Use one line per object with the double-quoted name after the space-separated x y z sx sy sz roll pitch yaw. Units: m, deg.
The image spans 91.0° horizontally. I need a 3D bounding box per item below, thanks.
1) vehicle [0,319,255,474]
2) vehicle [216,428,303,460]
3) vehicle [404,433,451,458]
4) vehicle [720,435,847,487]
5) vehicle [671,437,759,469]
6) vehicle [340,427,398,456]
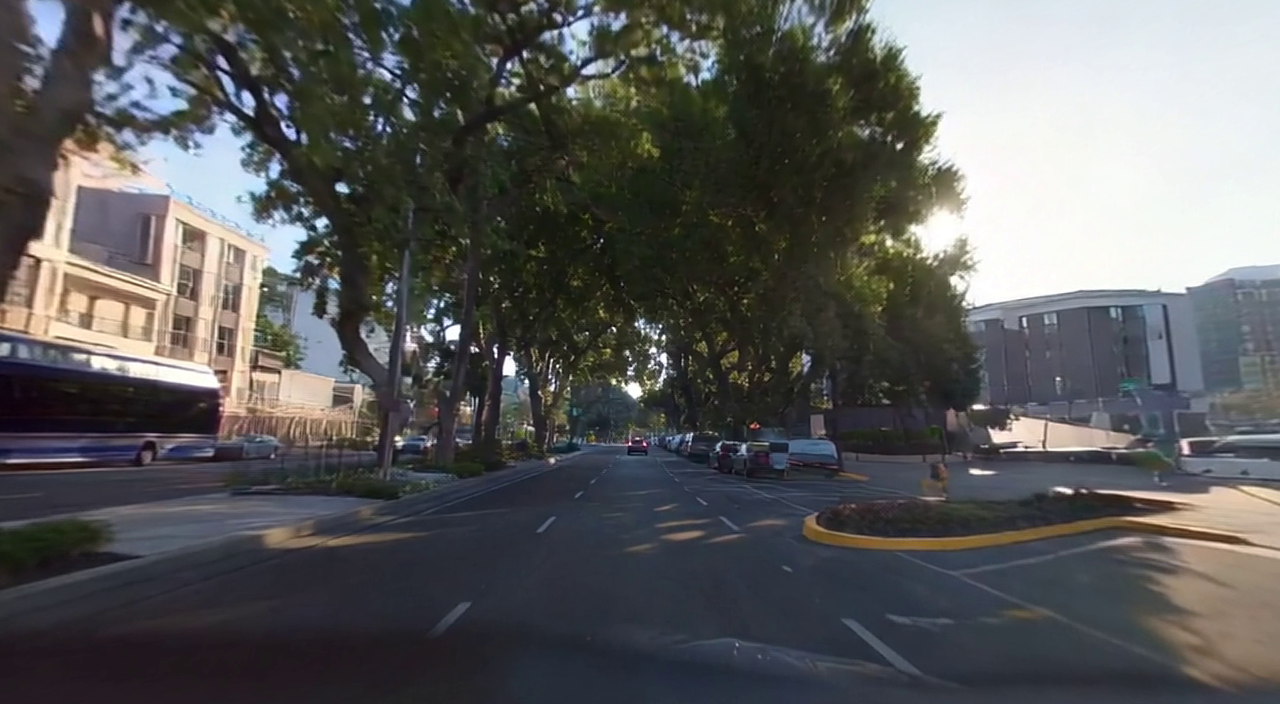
-18.857 1.811 21.250 3.054 4.140 14.110 -1 -8 -1 "vehicle"
-18.968 4.613 31.590 1.828 1.502 4.103 0 -8 -1 "vehicle"
-15.463 6.805 45.943 2.012 1.655 4.241 0 -8 -1 "vehicle"
4.621 3.401 20.057 3.896 1.488 1.868 6 -10 -38 "vehicle"
3.946 5.222 32.827 4.424 1.498 1.854 5 -10 -36 "vehicle"
-19.108 6.339 44.570 1.963 1.843 4.866 -1 -8 -1 "vehicle"
